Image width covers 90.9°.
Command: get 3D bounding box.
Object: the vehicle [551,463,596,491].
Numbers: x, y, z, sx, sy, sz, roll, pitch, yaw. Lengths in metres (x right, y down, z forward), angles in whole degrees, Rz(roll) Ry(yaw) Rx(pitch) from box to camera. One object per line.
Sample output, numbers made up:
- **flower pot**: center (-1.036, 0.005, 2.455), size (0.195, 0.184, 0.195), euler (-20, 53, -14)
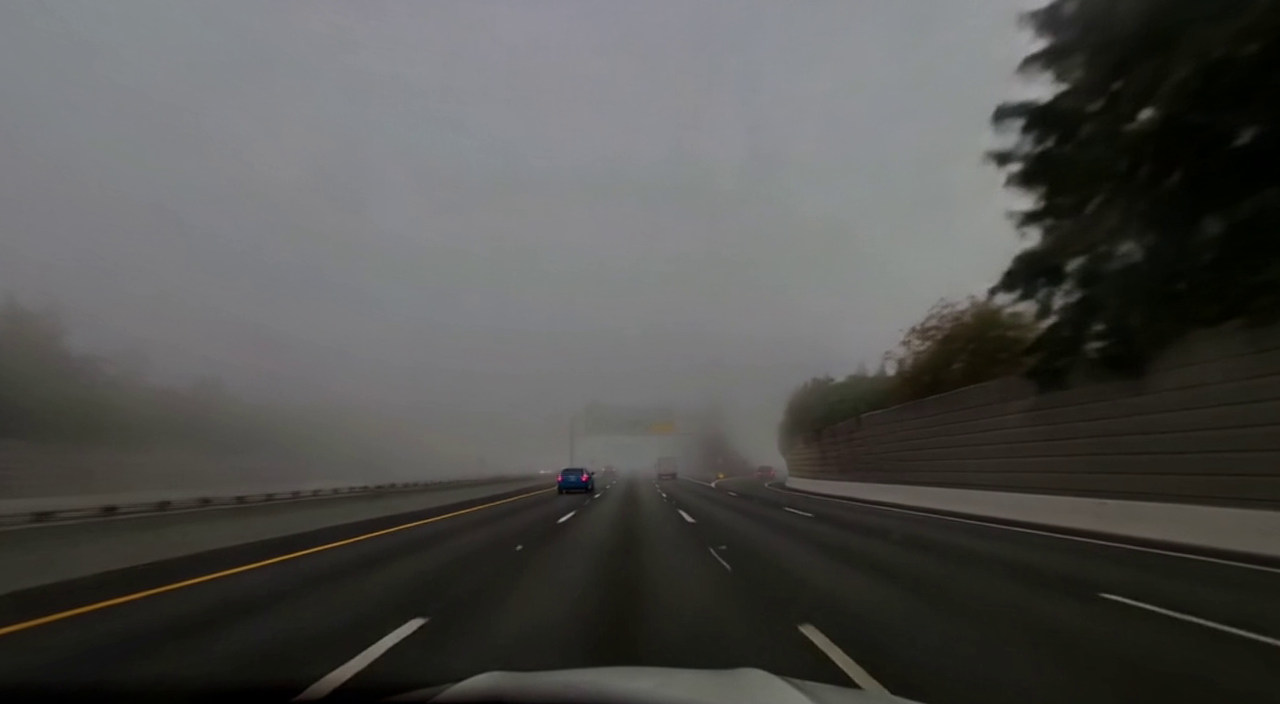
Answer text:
- **vehicle**: center (-3.766, 7.208, 36.515), size (2.045, 1.487, 4.582), euler (1, -10, 1)
